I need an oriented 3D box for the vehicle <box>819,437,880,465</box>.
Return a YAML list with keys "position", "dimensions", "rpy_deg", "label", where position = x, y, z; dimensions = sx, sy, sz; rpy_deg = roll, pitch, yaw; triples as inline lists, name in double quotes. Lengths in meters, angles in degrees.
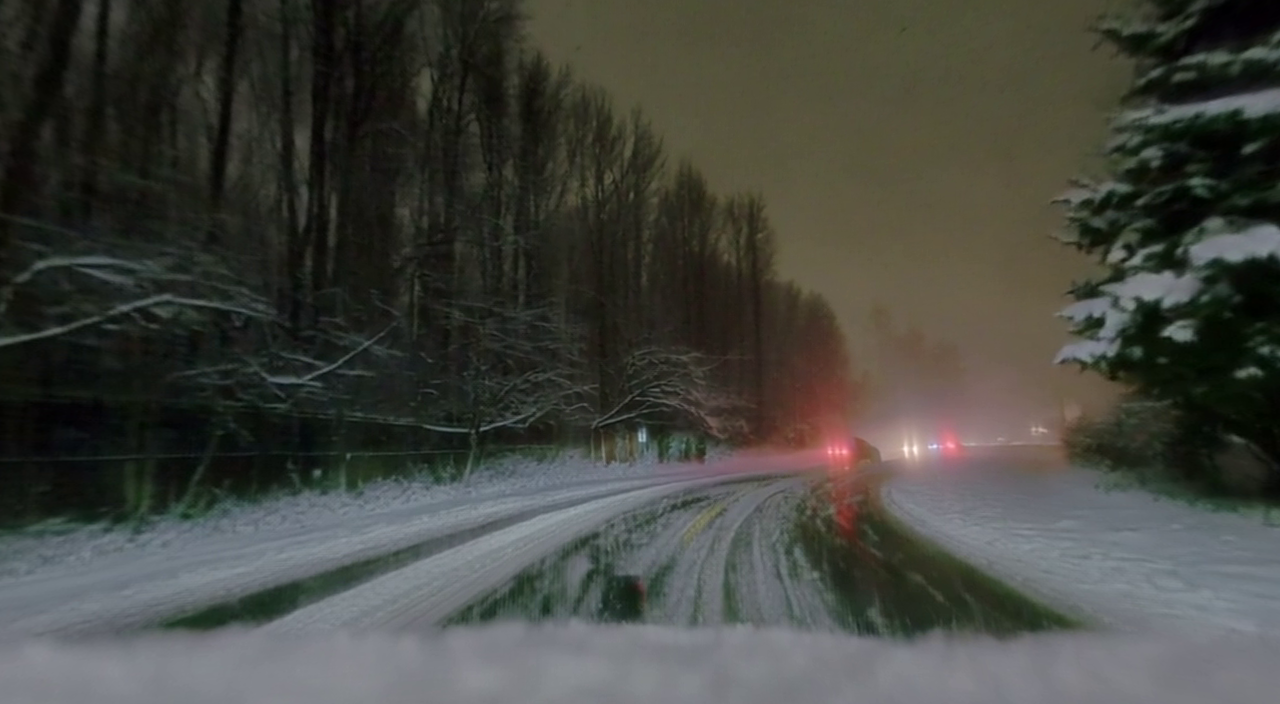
- position: [14.204, 6.677, 42.488]
  dimensions: [4.257, 1.789, 1.988]
  rpy_deg: [8, -11, -41]
  label: "vehicle"
